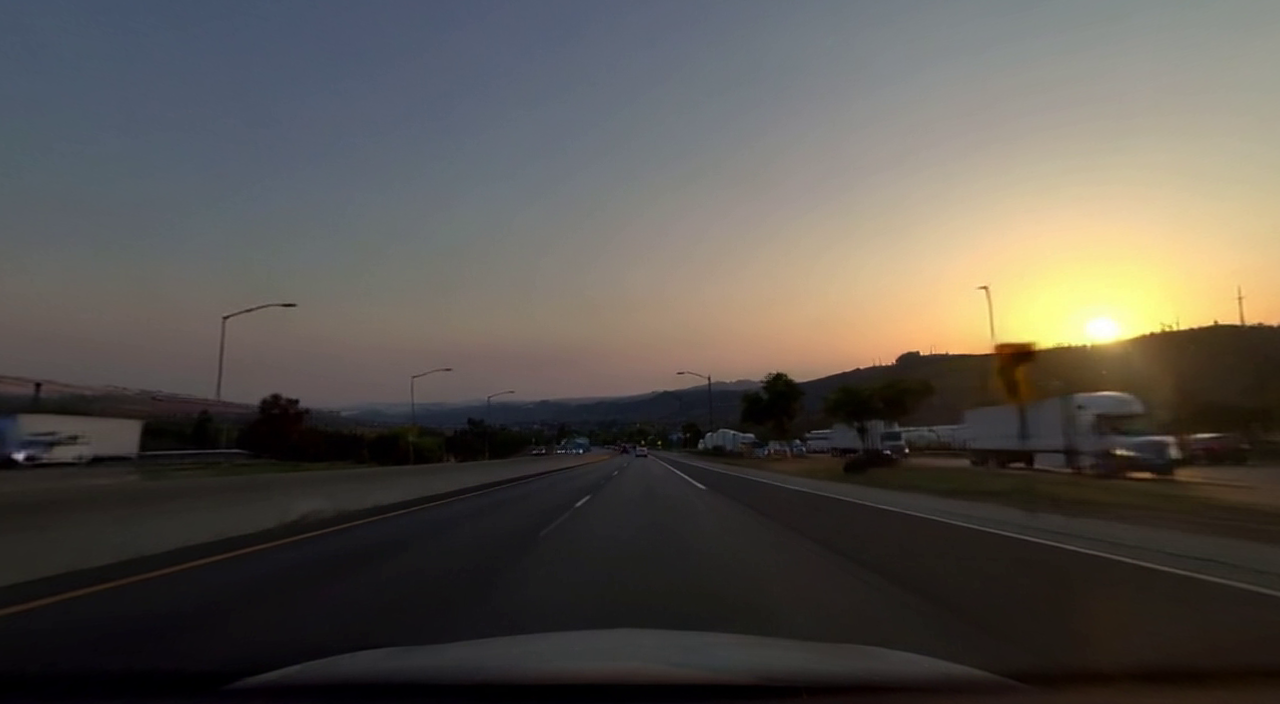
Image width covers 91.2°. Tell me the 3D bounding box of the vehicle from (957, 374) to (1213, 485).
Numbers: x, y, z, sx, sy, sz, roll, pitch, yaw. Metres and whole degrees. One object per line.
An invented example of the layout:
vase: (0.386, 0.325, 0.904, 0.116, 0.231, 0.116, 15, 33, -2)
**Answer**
vehicle: (20.490, 3.929, 31.129, 2.840, 4.125, 15.151, -1, -8, 5)

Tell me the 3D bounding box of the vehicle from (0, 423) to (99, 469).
vehicle: (-34.501, 5.312, 35.067, 2.235, 2.370, 7.070, -1, -9, -1)
